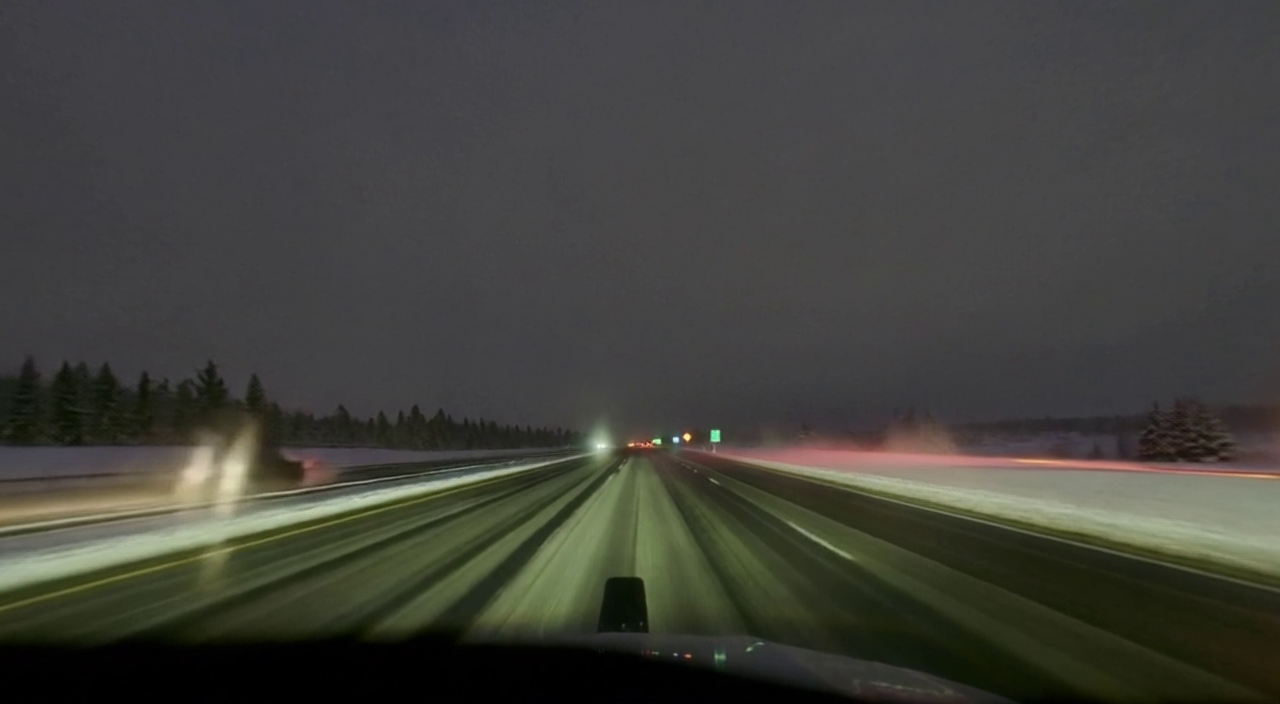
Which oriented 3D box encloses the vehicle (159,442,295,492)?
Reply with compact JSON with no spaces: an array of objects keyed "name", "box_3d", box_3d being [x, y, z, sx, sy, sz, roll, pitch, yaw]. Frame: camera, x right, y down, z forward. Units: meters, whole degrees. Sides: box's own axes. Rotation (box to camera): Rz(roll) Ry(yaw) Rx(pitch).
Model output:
[{"name":"vehicle","box_3d":[-15.476,4.300,23.959,2.024,1.680,4.573,0,-8,0]}]
